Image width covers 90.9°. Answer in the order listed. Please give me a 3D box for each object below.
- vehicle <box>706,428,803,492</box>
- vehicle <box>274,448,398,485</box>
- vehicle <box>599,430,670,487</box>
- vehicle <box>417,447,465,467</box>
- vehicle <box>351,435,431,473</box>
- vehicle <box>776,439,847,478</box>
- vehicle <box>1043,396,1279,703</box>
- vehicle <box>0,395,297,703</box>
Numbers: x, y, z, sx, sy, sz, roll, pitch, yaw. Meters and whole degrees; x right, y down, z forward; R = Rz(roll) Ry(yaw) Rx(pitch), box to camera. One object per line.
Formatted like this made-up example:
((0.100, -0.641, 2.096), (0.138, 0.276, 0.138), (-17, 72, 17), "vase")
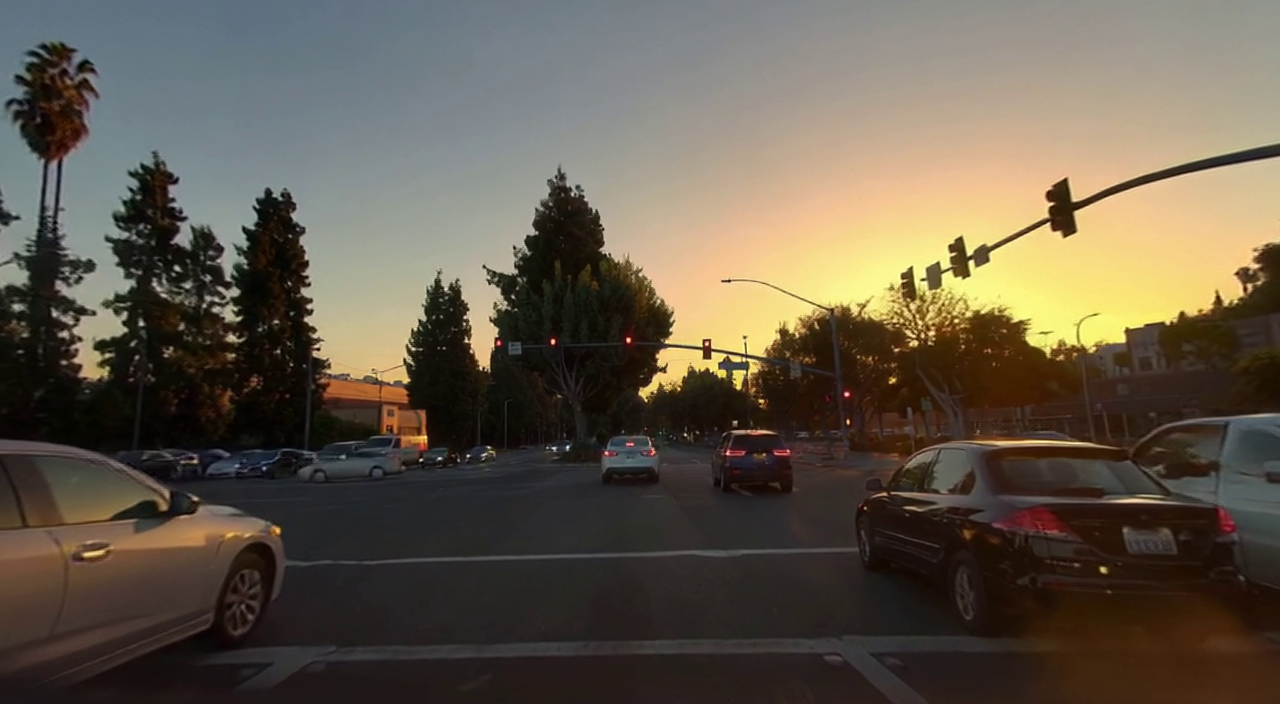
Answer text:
((3.353, 3.278, 19.422), (2.097, 1.707, 4.461), (0, -8, 0), "vehicle")
((-12.112, 4.562, 25.358), (4.094, 1.328, 1.700), (0, -8, -7), "vehicle")
((-0.155, 3.644, 21.793), (2.215, 1.749, 3.976), (0, -8, 0), "vehicle")
((-14.083, 7.437, 44.929), (1.926, 1.325, 4.162), (-1, -8, 2), "vehicle")
((-13.993, 5.770, 35.830), (2.196, 1.961, 5.359), (0, -8, 2), "vehicle")
((6.913, 4.332, 25.852), (1.847, 1.432, 4.039), (0, -8, 1), "vehicle")
((3.068, 0.732, 1.062), (1.960, 1.460, 4.233), (0, -8, 0), "vehicle")
((-3.582, 0.926, 2.517), (1.941, 1.492, 4.399), (0, -8, 0), "vehicle")
